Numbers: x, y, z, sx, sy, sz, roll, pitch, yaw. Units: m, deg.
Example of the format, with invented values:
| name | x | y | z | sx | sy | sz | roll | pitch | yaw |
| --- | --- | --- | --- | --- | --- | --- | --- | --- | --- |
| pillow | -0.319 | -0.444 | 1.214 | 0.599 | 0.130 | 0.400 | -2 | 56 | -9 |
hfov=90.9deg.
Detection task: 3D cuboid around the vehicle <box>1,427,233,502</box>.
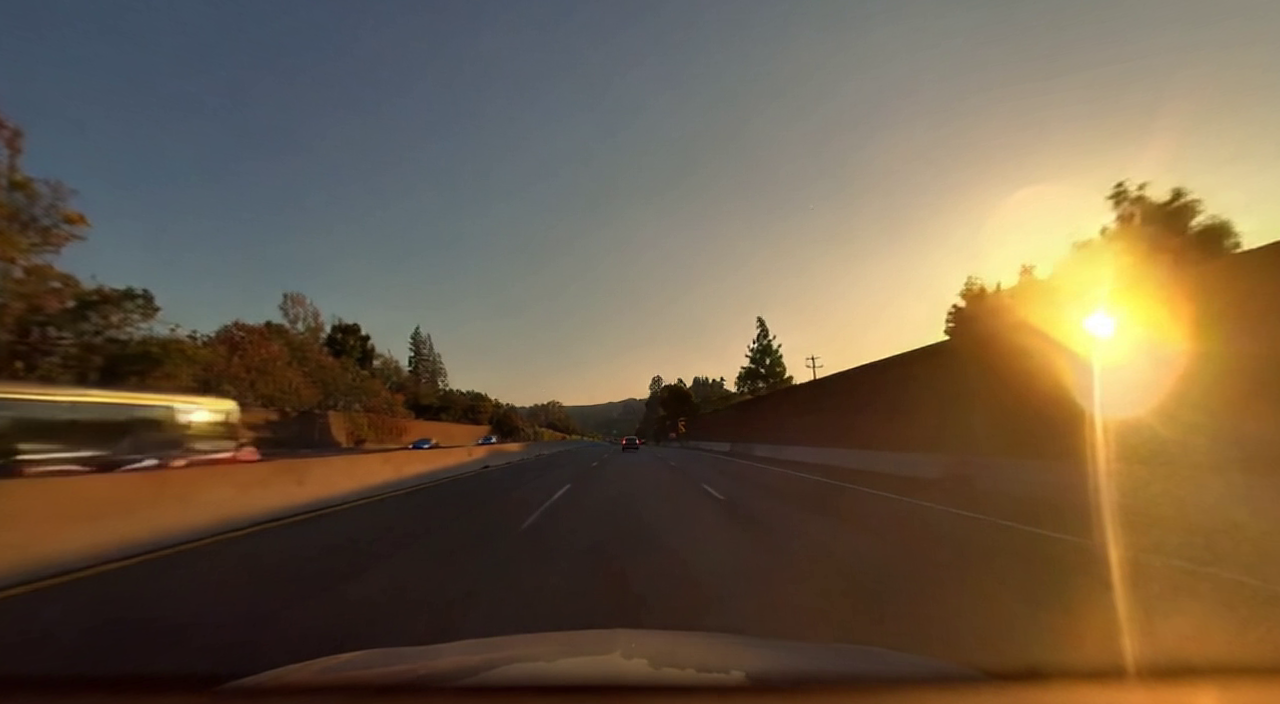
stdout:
| name | x | y | z | sx | sy | sz | roll | pitch | yaw |
| --- | --- | --- | --- | --- | --- | --- | --- | --- | --- |
| vehicle | -12.259 | 2.616 | 15.285 | 1.865 | 1.520 | 4.412 | 0 | -7 | 0 |
